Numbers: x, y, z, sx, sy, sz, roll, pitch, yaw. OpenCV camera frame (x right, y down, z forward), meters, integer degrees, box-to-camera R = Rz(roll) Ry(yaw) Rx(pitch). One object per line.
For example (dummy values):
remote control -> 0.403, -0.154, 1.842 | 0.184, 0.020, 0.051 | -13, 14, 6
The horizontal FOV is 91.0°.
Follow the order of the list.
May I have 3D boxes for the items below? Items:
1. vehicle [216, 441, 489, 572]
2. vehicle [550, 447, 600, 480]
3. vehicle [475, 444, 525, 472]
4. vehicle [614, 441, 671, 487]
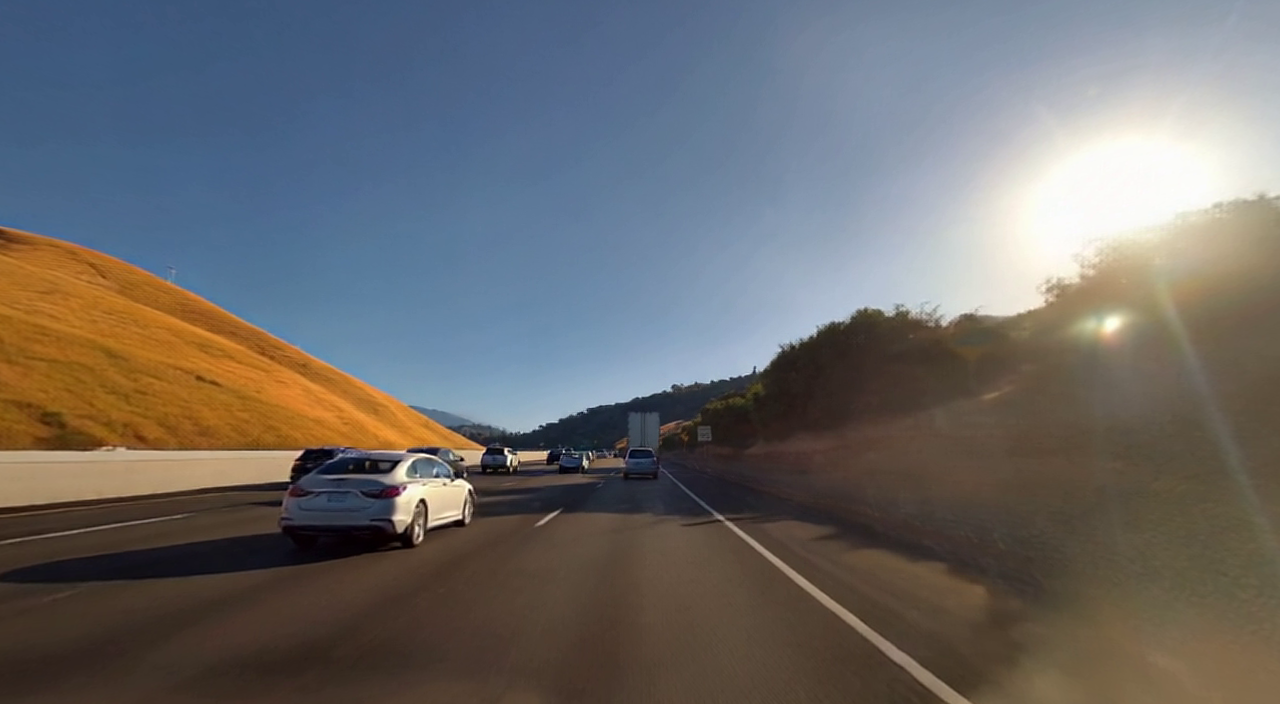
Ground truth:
vehicle -> -3.883, 2.141, 9.610 | 1.943, 1.468, 4.547 | 0, -9, 1
vehicle -> -3.494, 6.075, 34.621 | 2.155, 1.661, 4.477 | 0, -9, 1
vehicle -> -10.941, 8.331, 49.804 | 2.421, 2.025, 6.236 | 0, -9, 1
vehicle -> 0.107, 4.818, 27.494 | 2.281, 1.795, 4.297 | 1, -9, 0
